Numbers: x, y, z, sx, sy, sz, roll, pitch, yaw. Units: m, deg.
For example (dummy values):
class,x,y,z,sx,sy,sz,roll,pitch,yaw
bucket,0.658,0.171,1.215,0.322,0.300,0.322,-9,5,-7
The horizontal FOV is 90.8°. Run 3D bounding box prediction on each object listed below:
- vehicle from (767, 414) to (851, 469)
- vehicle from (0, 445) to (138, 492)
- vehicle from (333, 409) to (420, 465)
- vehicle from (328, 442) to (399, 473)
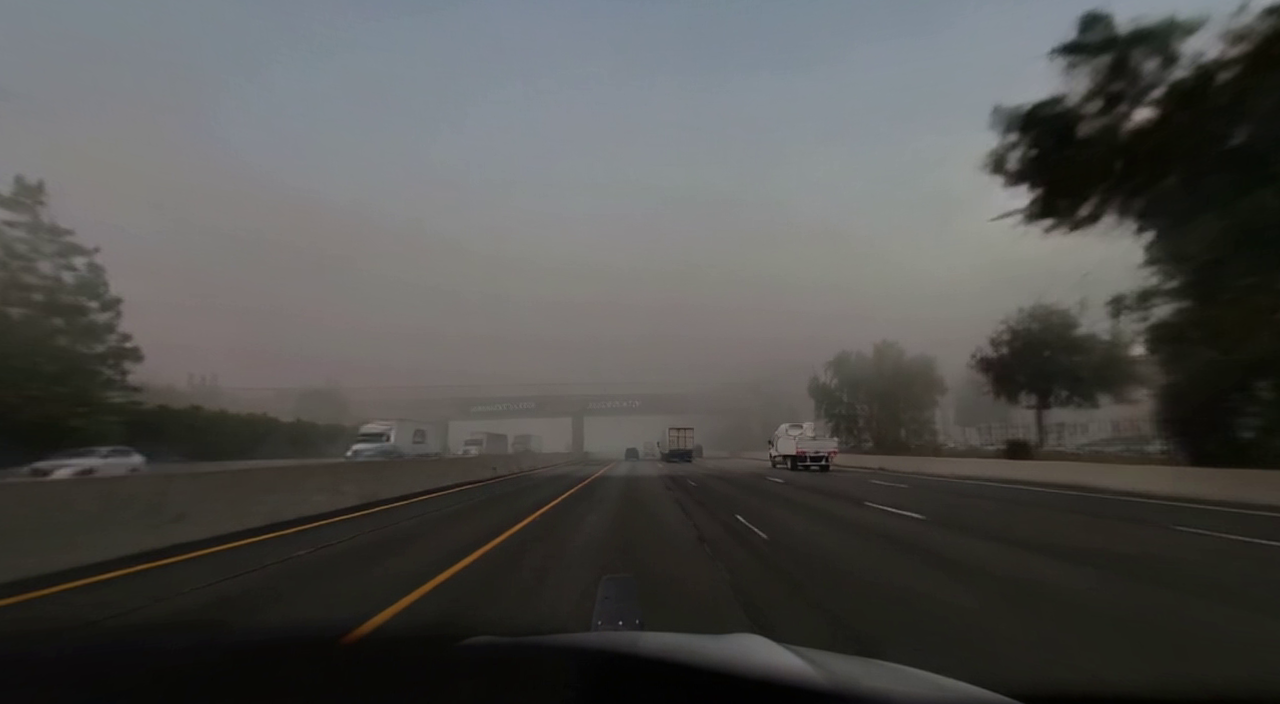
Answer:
class,x,y,z,sx,sy,sz,roll,pitch,yaw
vehicle,11.173,6.130,43.036,2.912,3.293,9.588,0,-9,-1
vehicle,-20.263,3.992,22.043,1.903,1.445,4.386,0,-9,-1
vehicle,-17.327,5.711,42.111,3.008,3.447,6.441,0,-9,-1
vehicle,-13.736,5.264,31.618,1.790,1.428,3.725,0,-9,1
